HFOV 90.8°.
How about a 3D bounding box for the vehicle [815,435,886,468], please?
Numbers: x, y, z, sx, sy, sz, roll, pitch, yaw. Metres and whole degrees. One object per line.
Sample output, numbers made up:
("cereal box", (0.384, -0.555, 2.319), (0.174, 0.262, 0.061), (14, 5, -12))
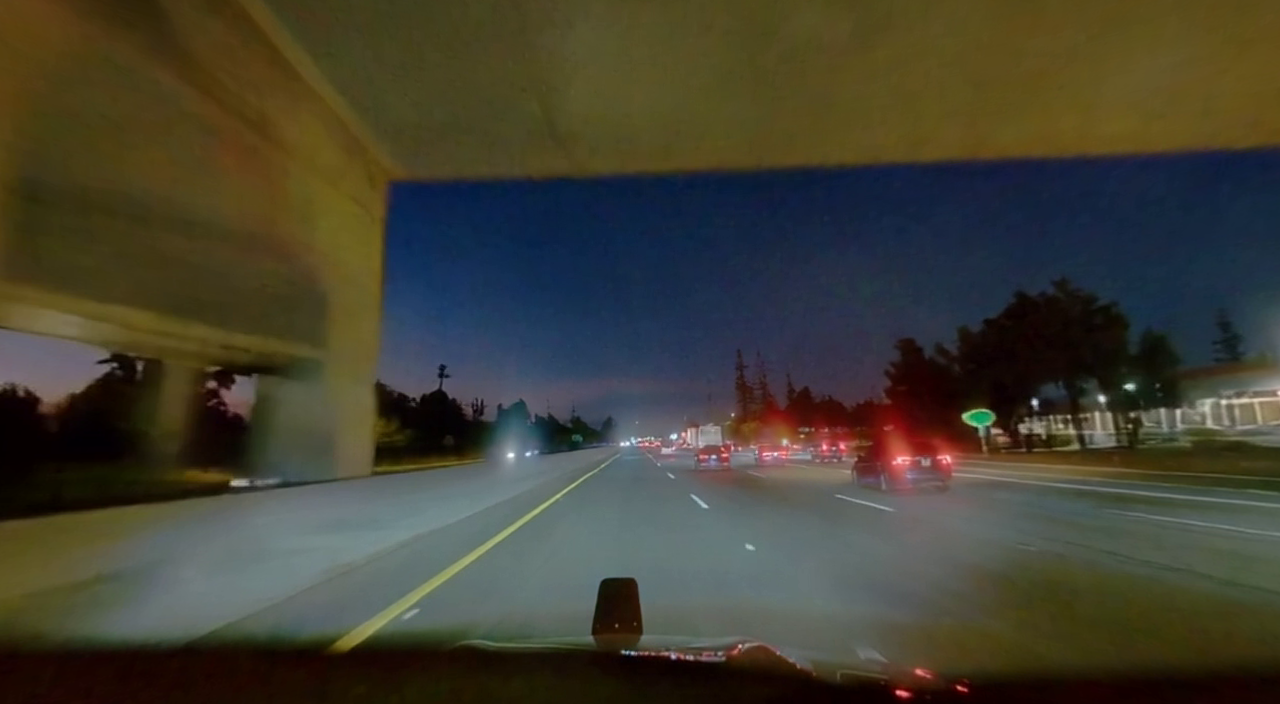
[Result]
("vehicle", (9.811, 4.662, 29.776), (1.838, 1.440, 4.121), (0, -8, -2))

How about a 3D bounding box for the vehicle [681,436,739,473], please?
("vehicle", (3.049, 4.594, 28.462), (1.993, 1.507, 4.594), (0, -8, -2))

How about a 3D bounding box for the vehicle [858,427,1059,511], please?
("vehicle", (6.552, 2.449, 13.719), (1.952, 1.489, 4.483), (0, -8, -1))
